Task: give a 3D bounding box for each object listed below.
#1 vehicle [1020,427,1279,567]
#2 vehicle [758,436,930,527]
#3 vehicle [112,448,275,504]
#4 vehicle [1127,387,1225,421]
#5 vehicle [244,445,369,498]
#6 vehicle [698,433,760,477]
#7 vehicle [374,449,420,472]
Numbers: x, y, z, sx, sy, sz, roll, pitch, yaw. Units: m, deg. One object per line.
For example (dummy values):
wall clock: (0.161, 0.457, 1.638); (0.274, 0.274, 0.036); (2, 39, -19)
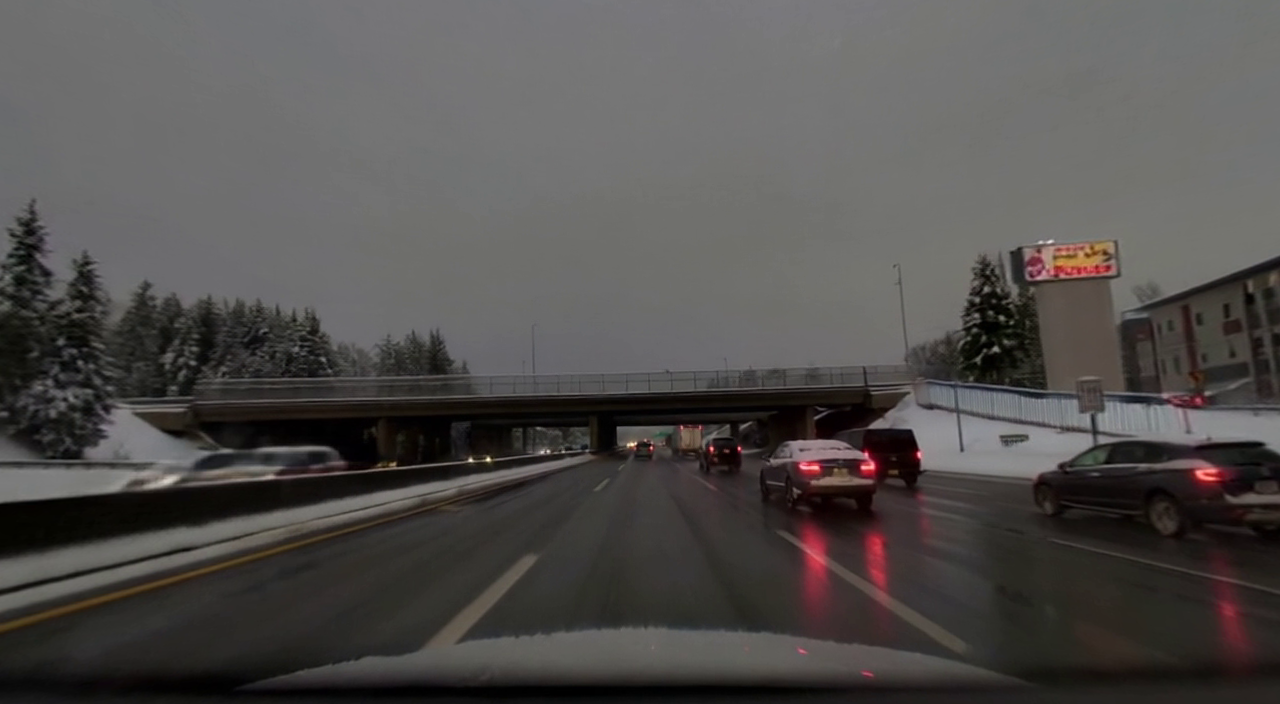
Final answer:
vehicle: (7.731, 1.869, 8.966); (1.919, 1.476, 4.303); (0, -8, 0)
vehicle: (3.774, 2.457, 12.631); (1.902, 1.481, 4.451); (0, -8, -1)
vehicle: (-15.208, 4.208, 21.940); (1.968, 1.663, 5.013); (0, -8, 1)
vehicle: (33.718, 3.331, 39.899); (2.131, 1.840, 4.870); (-1, -8, 4)
vehicle: (-11.626, 4.152, 22.393); (1.894, 1.647, 4.514); (0, -8, 1)
vehicle: (4.092, 4.822, 29.752); (2.086, 1.858, 4.737); (0, -8, -1)
vehicle: (-19.054, 8.545, 49.690); (1.870, 1.672, 4.349); (0, -8, 0)
